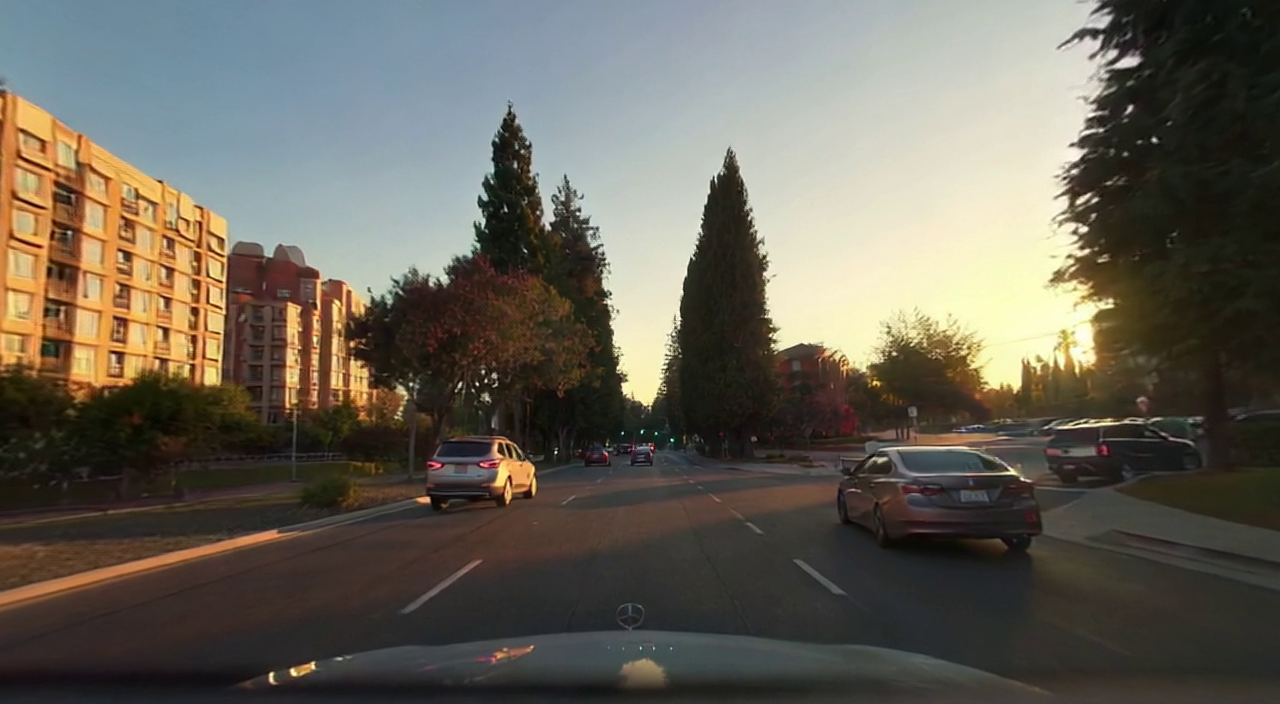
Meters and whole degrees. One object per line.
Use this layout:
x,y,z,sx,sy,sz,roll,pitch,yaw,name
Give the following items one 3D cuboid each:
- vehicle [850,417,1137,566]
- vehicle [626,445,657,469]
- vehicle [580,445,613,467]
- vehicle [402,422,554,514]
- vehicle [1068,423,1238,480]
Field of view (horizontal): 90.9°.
4.563,1.839,9.082,1.969,1.593,4.293,-1,-9,6,vehicle
0.144,7.047,42.406,1.940,1.501,4.133,0,-9,1,vehicle
-3.267,7.891,48.129,2.091,1.548,4.604,0,-9,2,vehicle
-3.591,2.700,15.143,2.216,1.828,4.886,0,-9,2,vehicle
16.144,3.108,19.858,4.735,1.597,1.950,3,-9,-22,vehicle
